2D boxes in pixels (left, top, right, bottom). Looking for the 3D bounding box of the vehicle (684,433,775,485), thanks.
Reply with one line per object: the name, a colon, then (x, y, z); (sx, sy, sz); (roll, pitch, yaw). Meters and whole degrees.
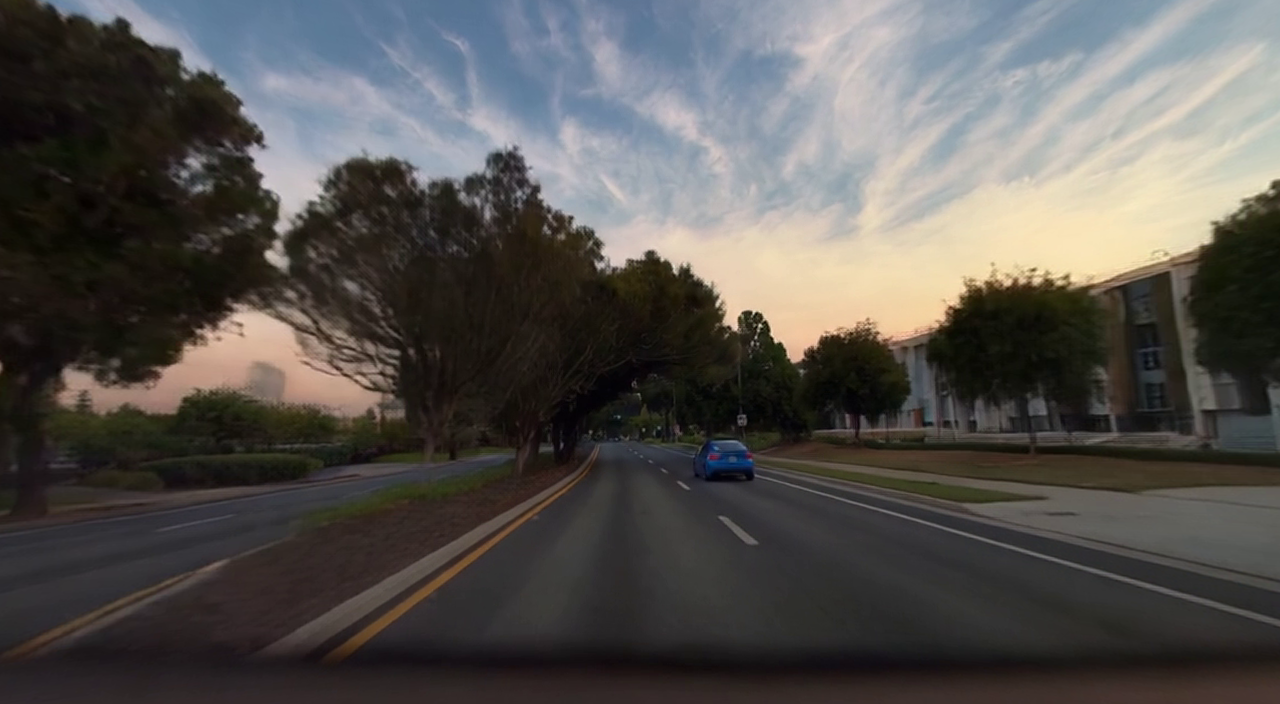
vehicle: (2.771, 3.456, 20.698); (2.114, 1.493, 4.430); (0, -8, -3)
